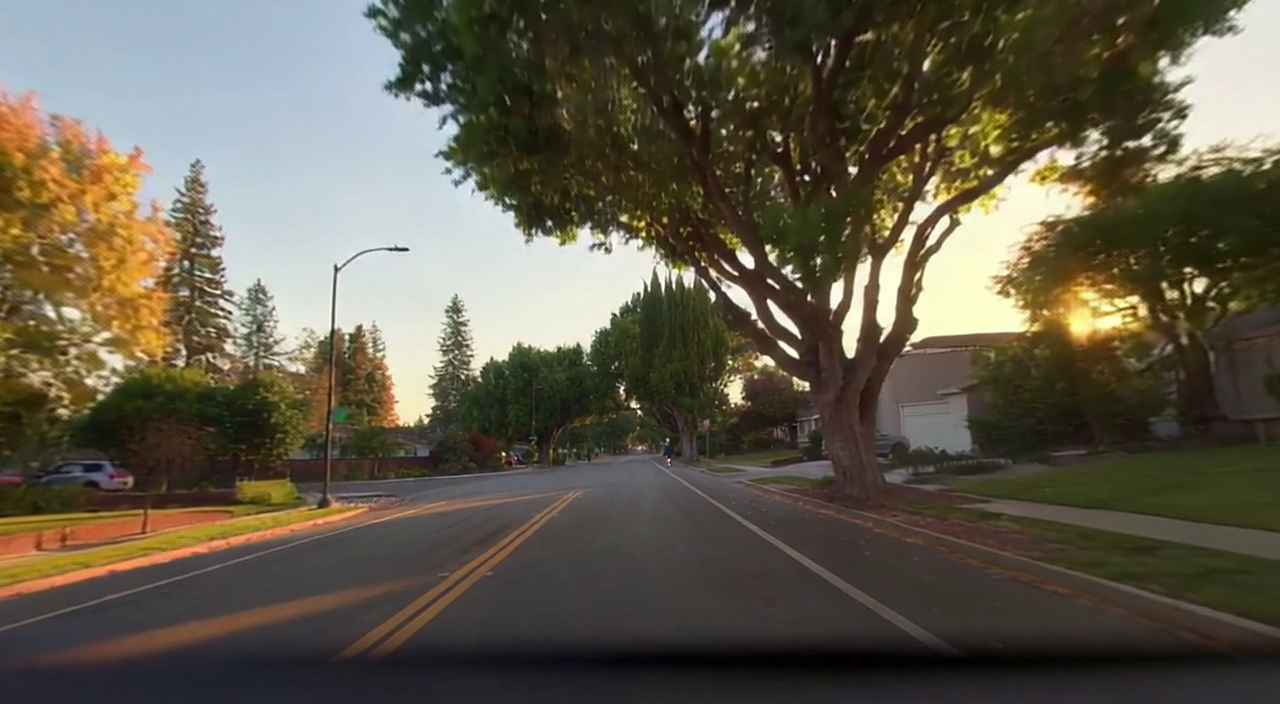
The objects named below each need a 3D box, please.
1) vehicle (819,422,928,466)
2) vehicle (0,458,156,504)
[{"bbox_3d":[10.331,4.111,28.229,4.146,1.866,1.897,-1,-9,5],"label":"vehicle"},{"bbox_3d":[-21.567,4.836,24.104,1.852,1.462,4.585,-3,-9,18],"label":"vehicle"}]
